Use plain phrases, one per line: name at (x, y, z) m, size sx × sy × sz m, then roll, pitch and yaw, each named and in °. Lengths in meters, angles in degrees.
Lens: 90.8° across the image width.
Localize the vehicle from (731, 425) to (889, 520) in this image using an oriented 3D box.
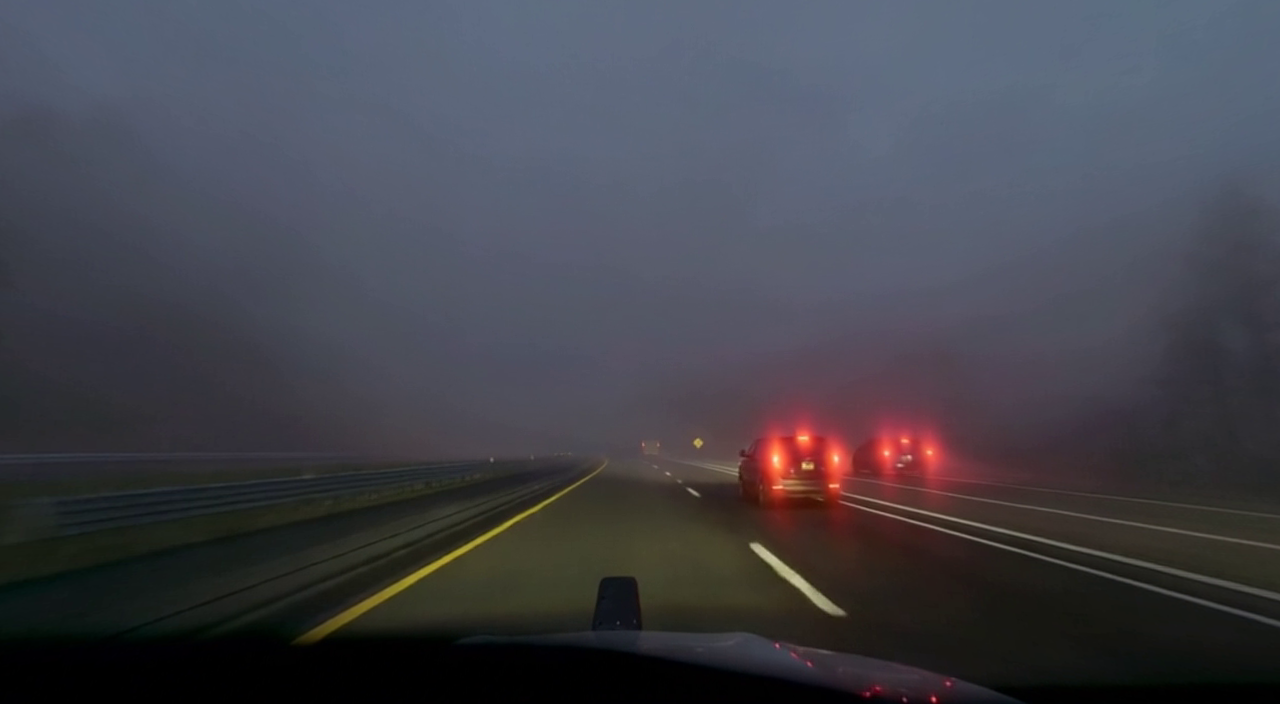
vehicle at (3.567, 2.638, 14.415) m, size 2.141 × 1.785 × 4.778 m, roll 0°, pitch -8°, yaw -2°
